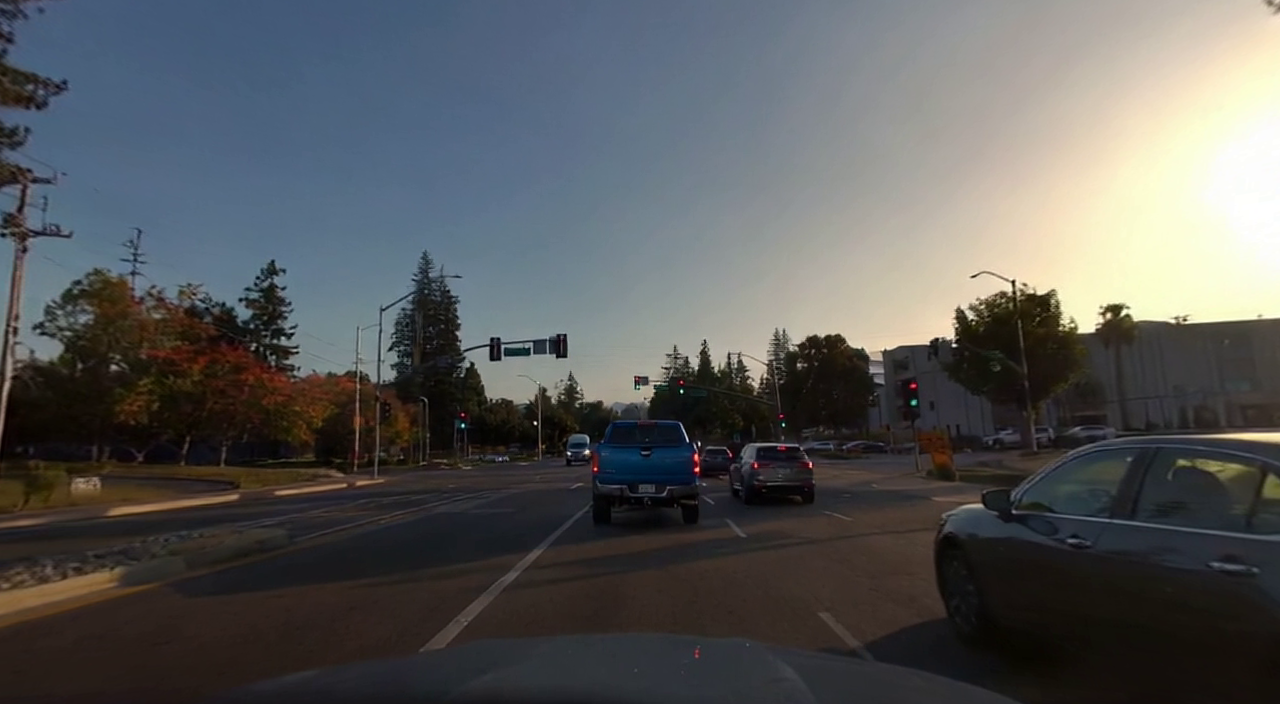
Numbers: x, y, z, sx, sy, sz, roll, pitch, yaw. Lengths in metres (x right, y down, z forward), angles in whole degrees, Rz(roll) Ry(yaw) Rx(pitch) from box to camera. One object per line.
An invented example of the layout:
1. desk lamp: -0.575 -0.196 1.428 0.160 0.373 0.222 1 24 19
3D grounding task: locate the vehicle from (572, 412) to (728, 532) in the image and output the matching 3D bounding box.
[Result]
1. vehicle: 0.149 2.440 13.461 2.636 2.011 5.425 0 -8 0

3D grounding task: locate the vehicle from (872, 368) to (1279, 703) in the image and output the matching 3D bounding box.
1. vehicle: 3.280 1.064 3.288 2.155 1.667 5.162 0 -8 0

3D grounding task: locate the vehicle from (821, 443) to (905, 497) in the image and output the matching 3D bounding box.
1. vehicle: 8.176 4.319 23.595 2.080 1.805 4.490 -1 -9 8

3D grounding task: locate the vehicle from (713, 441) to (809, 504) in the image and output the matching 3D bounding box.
1. vehicle: 3.434 3.510 18.822 1.957 1.646 4.355 0 -8 0
